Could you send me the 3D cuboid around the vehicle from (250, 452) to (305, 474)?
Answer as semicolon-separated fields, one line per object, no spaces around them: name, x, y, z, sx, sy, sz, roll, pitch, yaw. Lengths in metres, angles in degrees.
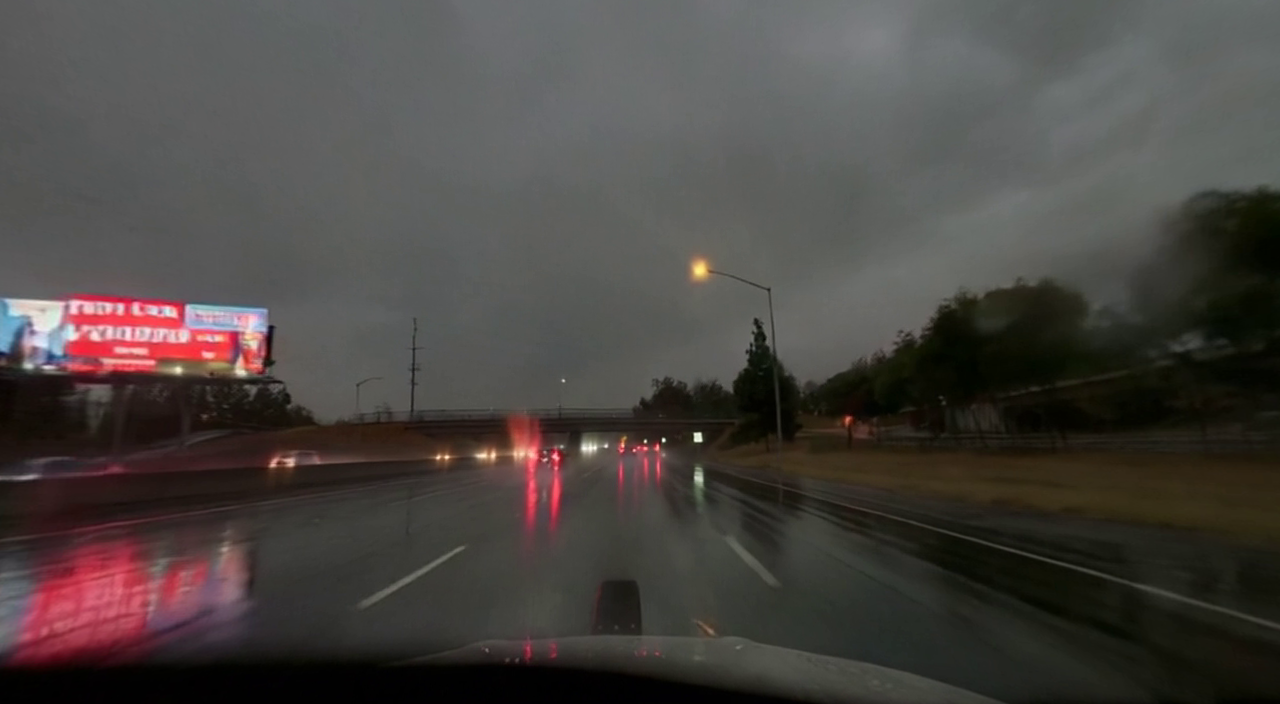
vehicle;-24.906;7.589;43.503;1.633;1.412;3.619;-1;-9;0

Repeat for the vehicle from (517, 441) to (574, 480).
vehicle;-4.503;5.258;30.824;2.102;1.727;4.704;0;-9;0

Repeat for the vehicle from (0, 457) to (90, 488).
vehicle;-28.847;5.808;30.550;1.492;1.347;3.297;0;-9;-1
